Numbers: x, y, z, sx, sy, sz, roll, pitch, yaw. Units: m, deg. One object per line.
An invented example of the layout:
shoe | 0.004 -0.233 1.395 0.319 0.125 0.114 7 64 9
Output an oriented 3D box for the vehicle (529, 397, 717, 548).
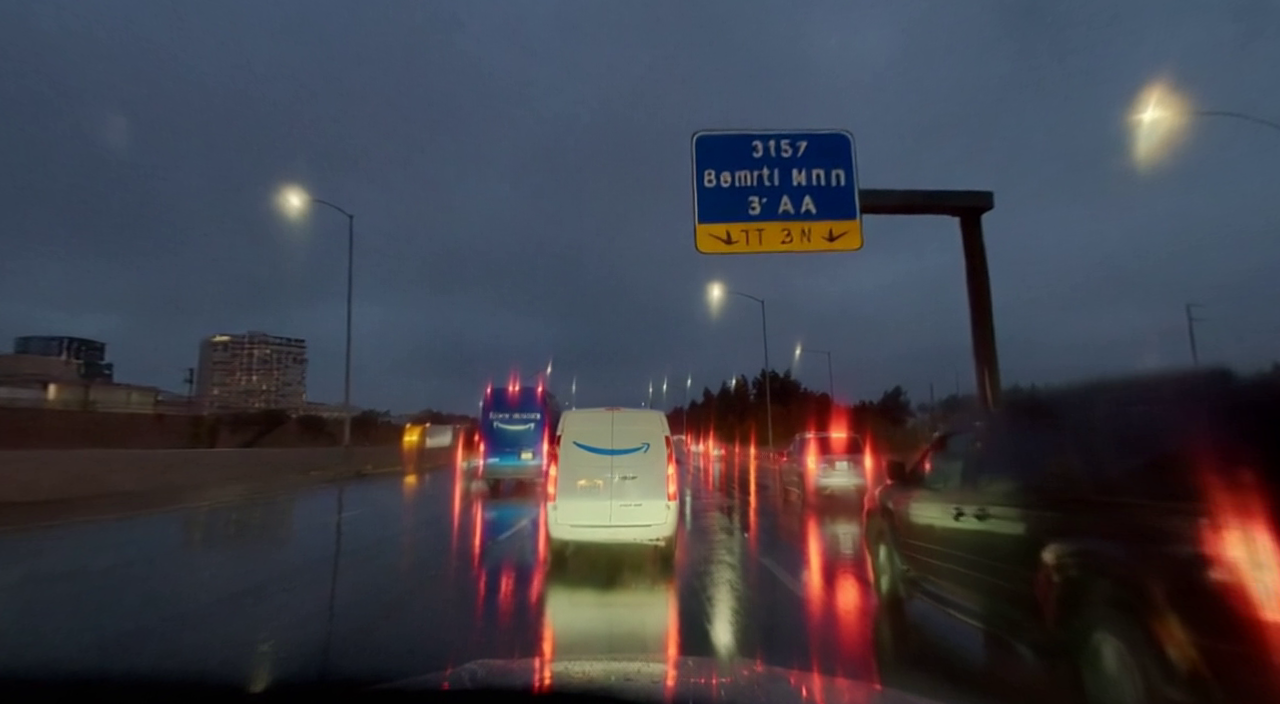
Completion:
vehicle | -0.211 1.802 9.952 2.287 1.823 4.369 0 -9 0

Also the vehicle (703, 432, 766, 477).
vehicle | 3.961 4.399 27.200 2.064 1.720 4.416 0 -9 0

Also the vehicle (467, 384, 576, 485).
vehicle | -3.702 2.834 21.283 2.415 2.821 6.636 1 -9 0

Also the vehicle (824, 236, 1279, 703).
vehicle | 3.006 0.873 3.503 2.341 1.890 5.144 1 -9 -1
